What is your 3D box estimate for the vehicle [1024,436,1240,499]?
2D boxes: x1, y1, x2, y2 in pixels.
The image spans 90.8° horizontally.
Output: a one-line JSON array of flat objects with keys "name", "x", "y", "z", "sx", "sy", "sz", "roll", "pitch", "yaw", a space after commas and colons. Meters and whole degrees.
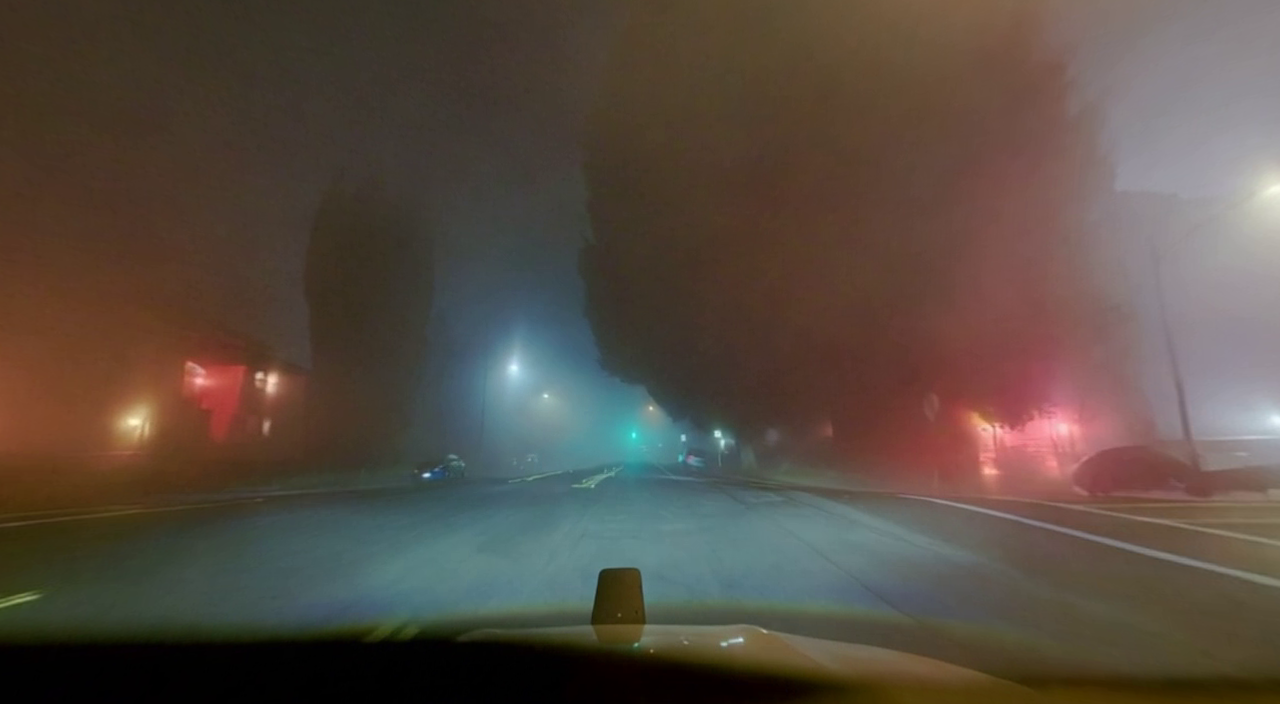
[{"name": "vehicle", "x": 14.382, "y": 3.386, "z": 18.714, "sx": 4.635, "sy": 1.706, "sz": 1.954, "roll": 0, "pitch": -9, "yaw": 2}]

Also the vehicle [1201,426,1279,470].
[{"name": "vehicle", "x": 27.071, "y": 4.092, "z": 26.978, "sx": 2.000, "sy": 1.773, "sz": 4.469, "roll": 1, "pitch": -8, "yaw": -1}]

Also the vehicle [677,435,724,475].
[{"name": "vehicle", "x": 3.772, "y": 6.618, "z": 40.658, "sx": 2.504, "sy": 2.114, "sz": 6.073, "roll": 6, "pitch": -9, "yaw": 3}]

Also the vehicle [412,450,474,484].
[{"name": "vehicle", "x": -10.933, "y": 6.386, "z": 35.411, "sx": 2.049, "sy": 1.527, "sz": 4.677, "roll": -4, "pitch": -8, "yaw": -1}]
